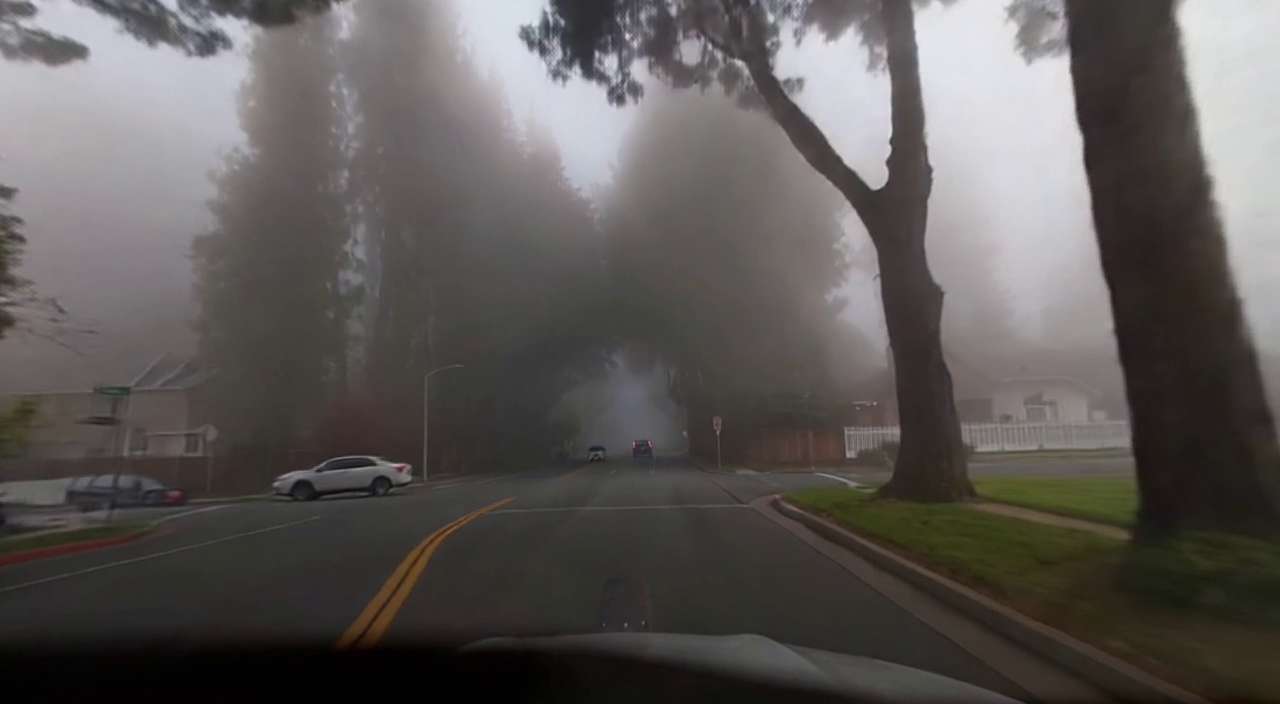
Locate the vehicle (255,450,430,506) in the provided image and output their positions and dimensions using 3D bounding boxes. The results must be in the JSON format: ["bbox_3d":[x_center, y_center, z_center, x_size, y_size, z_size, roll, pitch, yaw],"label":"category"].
[{"bbox_3d":[-9.447,4.019,20.342,4.594,1.696,1.971,0,-8,-1],"label":"vehicle"}]
